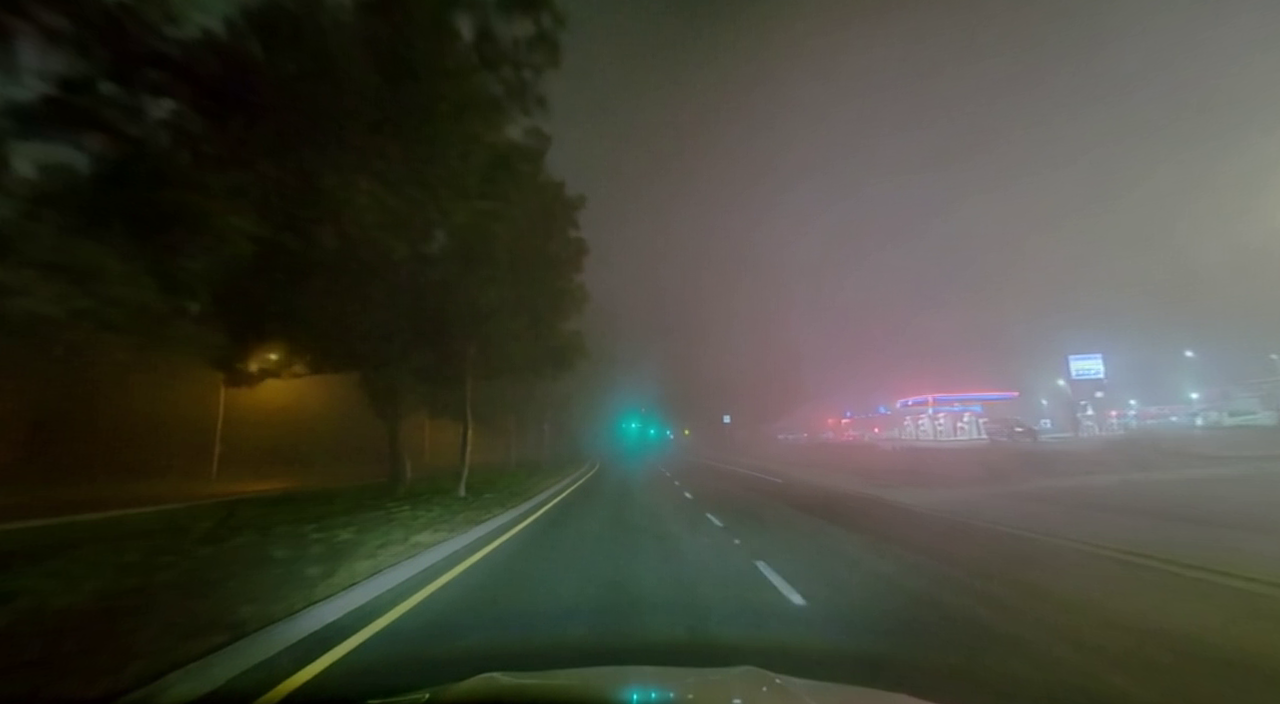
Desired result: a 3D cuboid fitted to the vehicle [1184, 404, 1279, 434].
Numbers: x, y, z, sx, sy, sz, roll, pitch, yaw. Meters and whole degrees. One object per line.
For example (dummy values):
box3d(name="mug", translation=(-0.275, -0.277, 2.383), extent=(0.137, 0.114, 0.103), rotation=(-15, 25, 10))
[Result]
box3d(name="vehicle", translation=(36.503, 4.171, 38.839), extent=(1.841, 1.471, 4.498), rotation=(-3, -9, -5))
